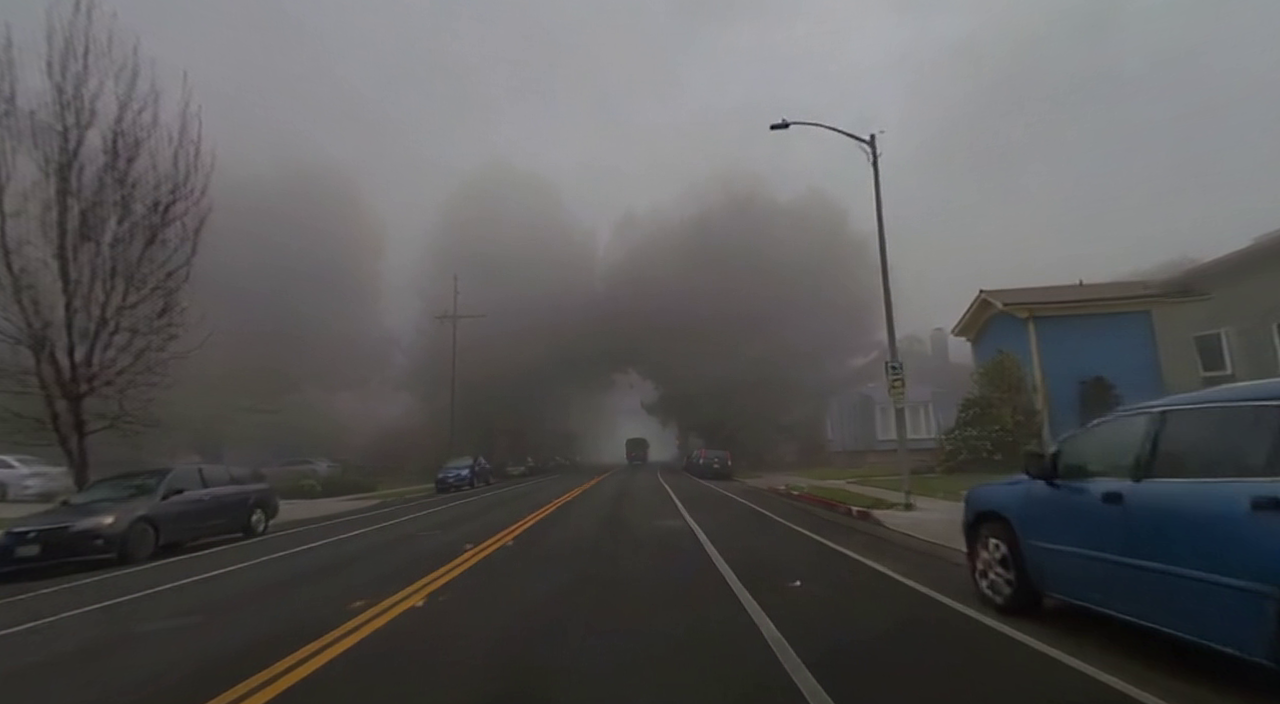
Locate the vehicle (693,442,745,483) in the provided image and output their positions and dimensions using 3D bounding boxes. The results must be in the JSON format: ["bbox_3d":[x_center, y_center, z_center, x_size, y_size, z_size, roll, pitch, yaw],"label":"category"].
[{"bbox_3d":[4.176,5.929,34.046,2.060,1.833,4.927,5,-9,1],"label":"vehicle"}]

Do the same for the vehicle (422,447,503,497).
[{"bbox_3d":[-8.111,5.491,29.429,2.094,1.840,5.450,-6,-8,0],"label":"vehicle"}]

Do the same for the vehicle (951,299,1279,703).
[{"bbox_3d":[3.751,0.912,3.169,2.131,1.995,4.626,3,-8,1],"label":"vehicle"}]

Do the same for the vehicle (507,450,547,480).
[{"bbox_3d":[-7.843,7.860,44.145,1.898,1.755,4.603,-5,-8,-1],"label":"vehicle"}]

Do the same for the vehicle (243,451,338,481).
[{"bbox_3d":[-19.962,6.503,36.243,4.197,1.659,2.059,0,-8,0],"label":"vehicle"}]

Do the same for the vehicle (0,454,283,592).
[{"bbox_3d":[-8.226,2.580,10.341,1.921,1.494,4.884,-5,-8,1],"label":"vehicle"}]
